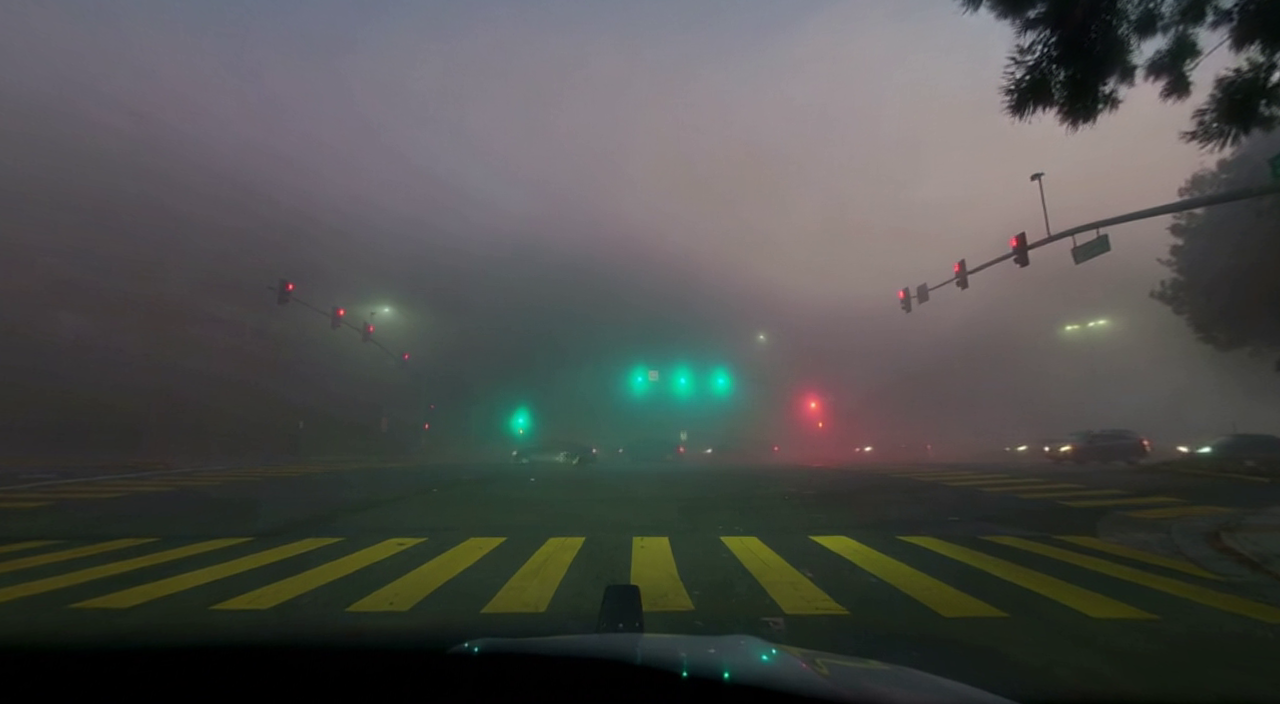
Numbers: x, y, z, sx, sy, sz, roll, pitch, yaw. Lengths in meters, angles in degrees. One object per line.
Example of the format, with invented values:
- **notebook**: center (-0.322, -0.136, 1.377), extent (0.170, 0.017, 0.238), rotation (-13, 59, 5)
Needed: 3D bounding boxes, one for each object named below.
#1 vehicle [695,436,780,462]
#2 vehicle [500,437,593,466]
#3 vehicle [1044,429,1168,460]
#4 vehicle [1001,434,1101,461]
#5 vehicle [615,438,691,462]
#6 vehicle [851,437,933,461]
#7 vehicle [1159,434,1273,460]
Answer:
- **vehicle**: center (5.652, 5.675, 36.875), extent (4.631, 1.435, 1.715), rotation (0, -9, -1)
- **vehicle**: center (-4.844, 5.212, 33.209), extent (4.629, 1.423, 1.833), rotation (0, -9, 1)
- **vehicle**: center (29.373, 5.848, 39.942), extent (6.133, 1.833, 2.155), rotation (0, -9, -2)
- **vehicle**: center (23.769, 5.529, 36.641), extent (4.519, 1.476, 1.767), rotation (0, -9, 1)
- **vehicle**: center (0.805, 6.227, 40.187), extent (4.759, 1.445, 1.865), rotation (0, -9, 0)
- **vehicle**: center (15.935, 6.155, 40.105), extent (4.443, 1.472, 1.794), rotation (0, -9, 1)
- **vehicle**: center (33.393, 5.518, 36.727), extent (4.724, 1.452, 1.870), rotation (0, -9, 0)
